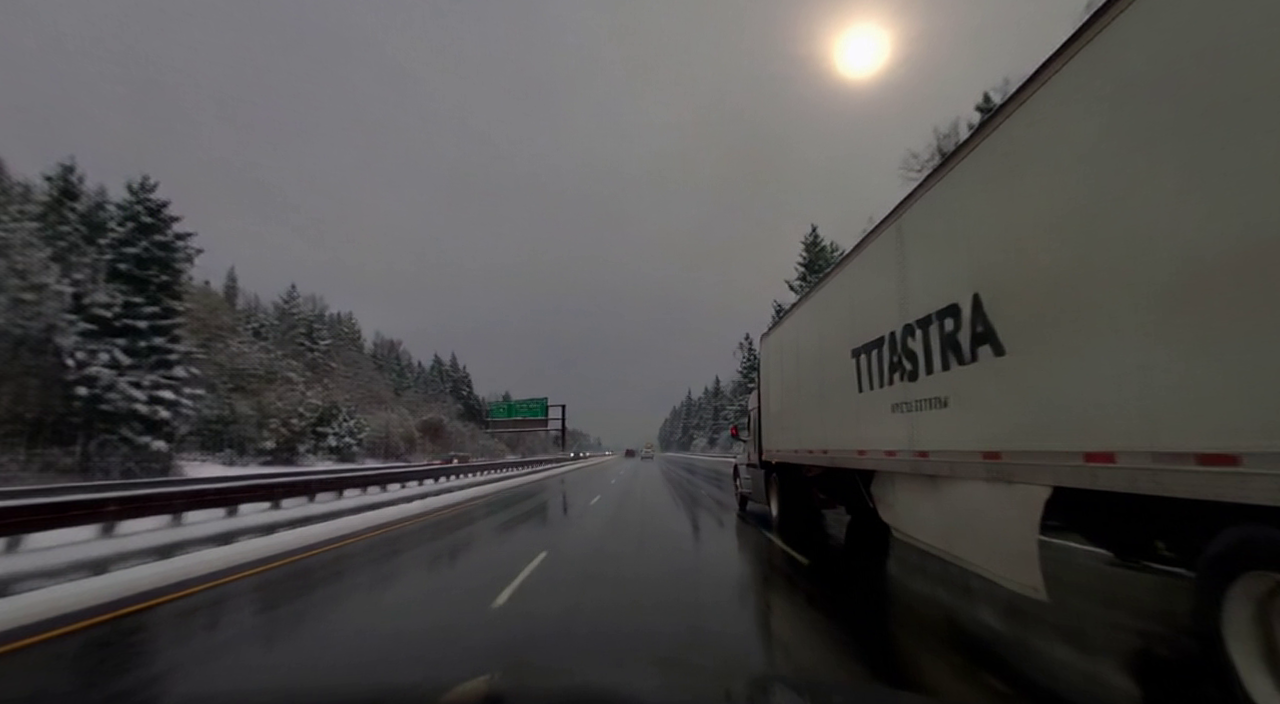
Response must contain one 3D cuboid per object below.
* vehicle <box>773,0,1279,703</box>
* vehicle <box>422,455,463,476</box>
[{"bbox_3d":[4.062,0.054,4.848,2.947,4.020,14.220,0,-9,0],"label":"vehicle"},{"bbox_3d":[-14.914,8.552,47.739,1.889,1.458,3.634,0,-9,0],"label":"vehicle"}]
